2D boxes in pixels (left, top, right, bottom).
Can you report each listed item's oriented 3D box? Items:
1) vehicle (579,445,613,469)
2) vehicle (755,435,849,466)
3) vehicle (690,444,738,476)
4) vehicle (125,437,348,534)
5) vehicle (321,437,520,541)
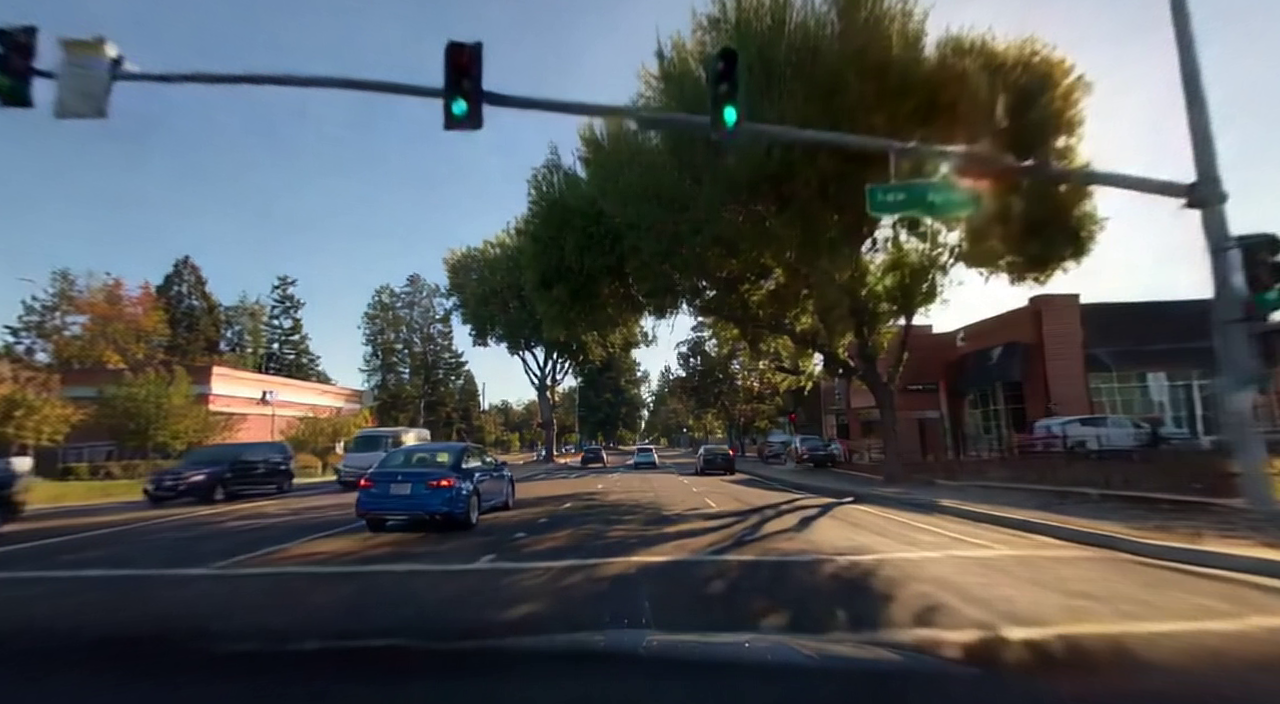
[{"bbox_3d":[-2.852,6.900,41.715,1.841,1.474,4.038,0,-8,2],"label":"vehicle"},{"bbox_3d":[11.205,6.880,43.994,5.931,1.872,2.264,-3,-9,4],"label":"vehicle"},{"bbox_3d":[3.588,5.319,31.315,1.883,1.465,3.975,0,-8,0],"label":"vehicle"},{"bbox_3d":[-8.351,2.734,13.655,1.922,1.660,4.332,-3,-8,1],"label":"vehicle"},{"bbox_3d":[-3.580,2.302,11.307,1.803,1.463,4.422,-1,-8,3],"label":"vehicle"}]
